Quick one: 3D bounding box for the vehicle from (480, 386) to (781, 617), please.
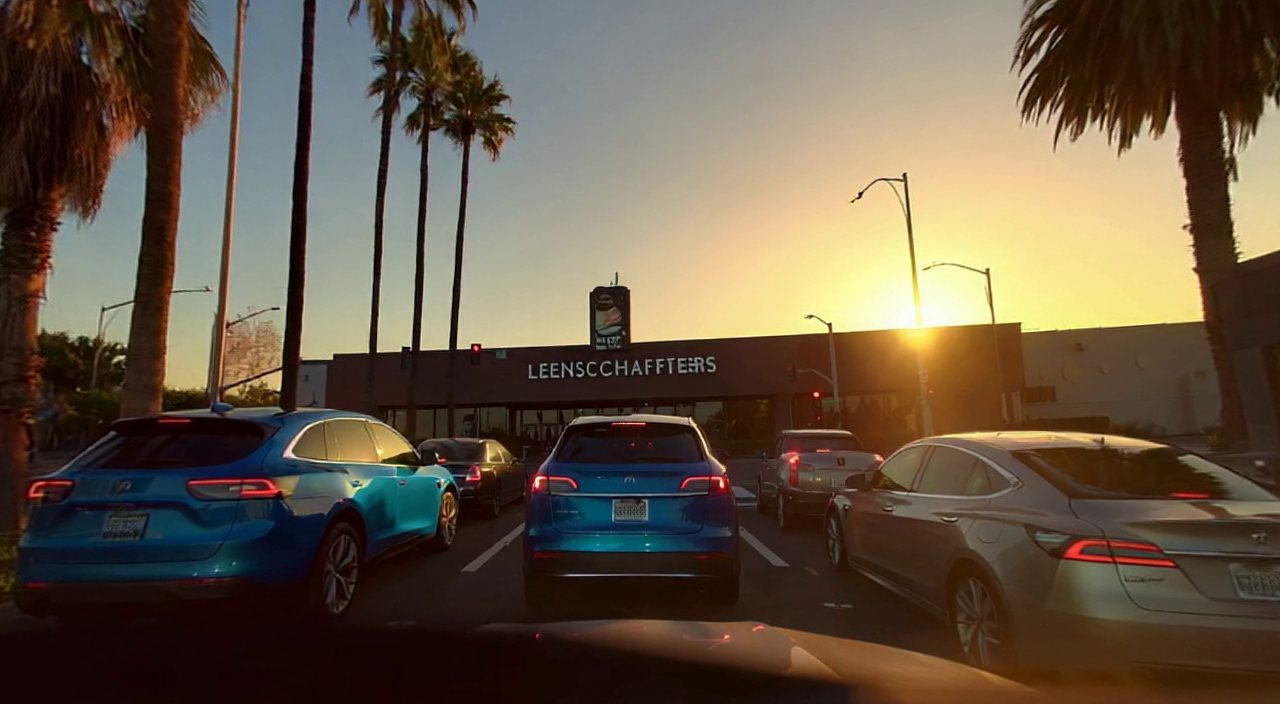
[{"bbox_3d":[-0.134,1.458,7.062,2.280,1.747,4.361,0,-8,-2],"label":"vehicle"}]

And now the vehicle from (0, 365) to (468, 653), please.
[{"bbox_3d":[-3.347,1.277,6.126,2.014,1.755,4.360,0,-8,1],"label":"vehicle"}]

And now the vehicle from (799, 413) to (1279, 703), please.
[{"bbox_3d":[2.968,1.376,5.265,2.017,1.491,4.611,0,-8,-1],"label":"vehicle"}]
